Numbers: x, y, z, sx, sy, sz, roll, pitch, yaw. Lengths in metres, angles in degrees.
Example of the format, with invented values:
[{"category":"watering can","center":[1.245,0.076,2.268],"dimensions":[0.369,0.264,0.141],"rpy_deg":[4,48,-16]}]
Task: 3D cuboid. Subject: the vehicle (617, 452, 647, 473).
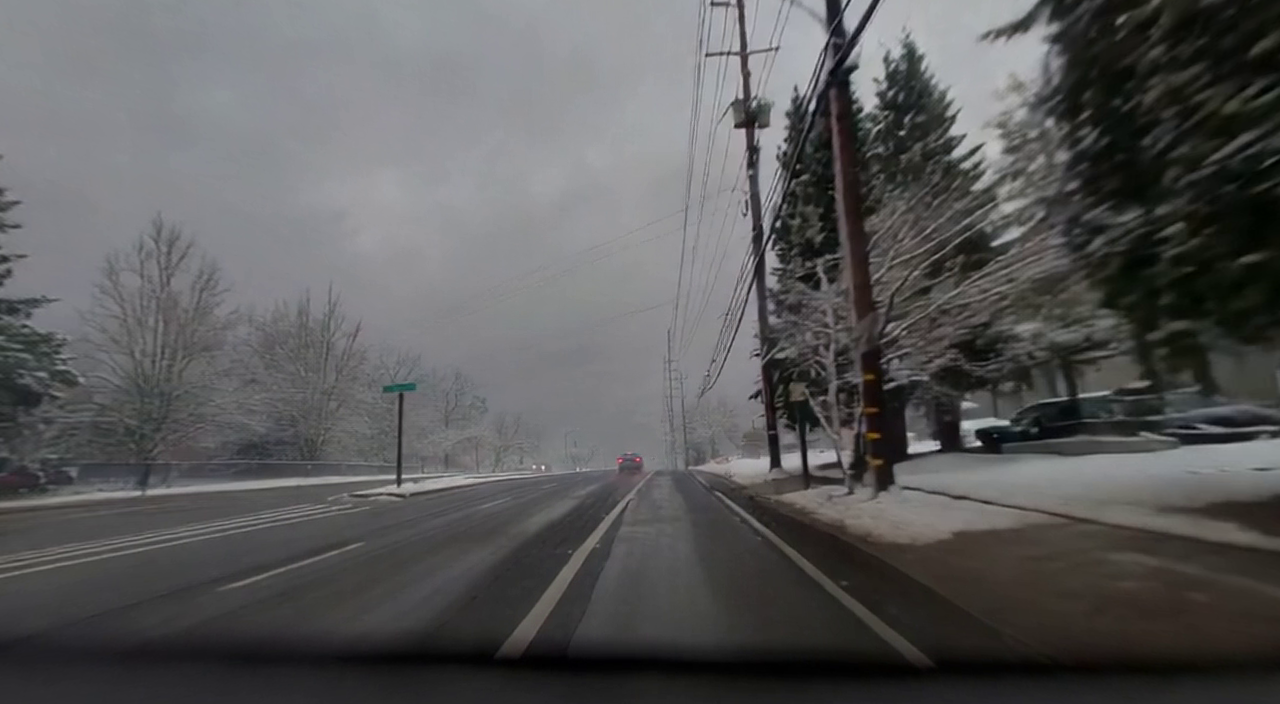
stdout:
[{"category":"vehicle","center":[-0.562,8.655,49.382],"dimensions":[2.114,1.492,4.453],"rpy_deg":[-1,-9,2]}]
